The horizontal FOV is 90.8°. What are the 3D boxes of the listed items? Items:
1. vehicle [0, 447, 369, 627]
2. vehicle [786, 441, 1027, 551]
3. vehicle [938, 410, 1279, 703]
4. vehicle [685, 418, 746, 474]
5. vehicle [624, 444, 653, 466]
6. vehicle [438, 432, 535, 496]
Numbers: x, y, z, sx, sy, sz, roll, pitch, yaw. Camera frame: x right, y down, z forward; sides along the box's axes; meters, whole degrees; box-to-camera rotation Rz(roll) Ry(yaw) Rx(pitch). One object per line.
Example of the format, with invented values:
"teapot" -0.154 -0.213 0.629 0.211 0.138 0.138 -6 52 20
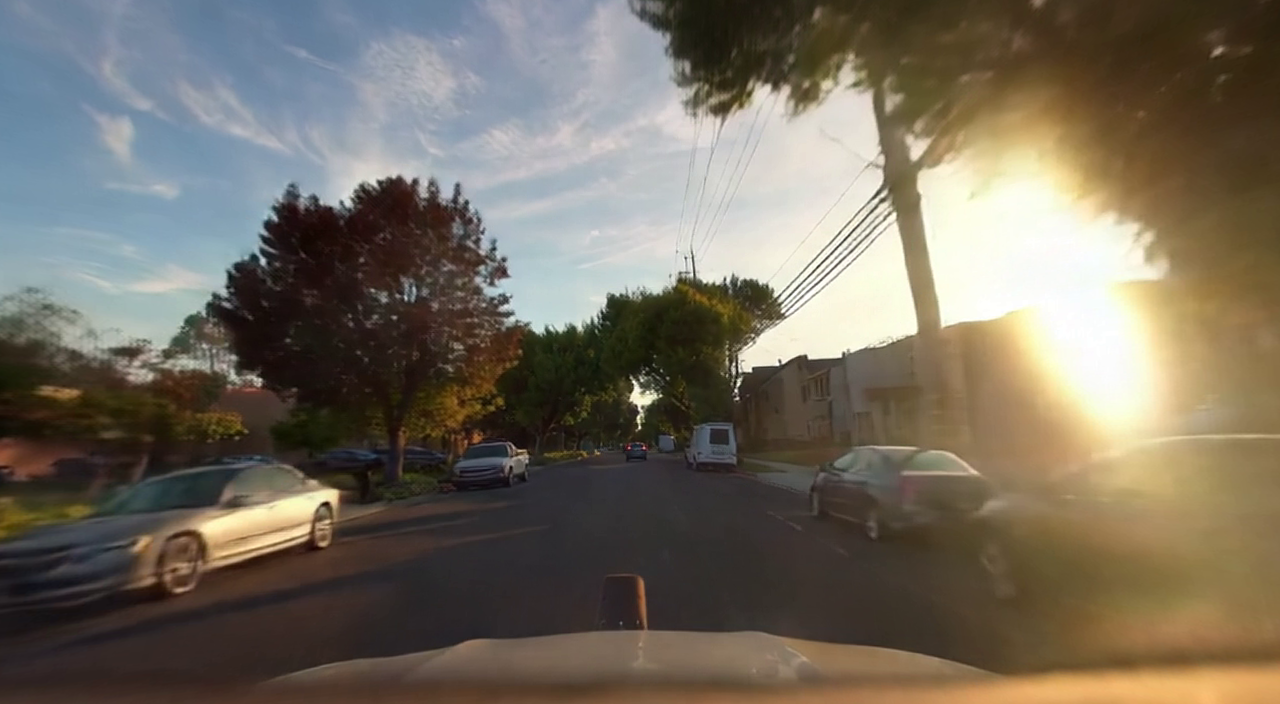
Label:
"vehicle" -6.015 2.203 8.830 2.094 1.433 5.740 -3 -7 -2
"vehicle" 3.983 2.195 10.444 1.879 1.395 4.374 0 -8 -3
"vehicle" 4.016 1.162 3.600 2.144 1.572 5.026 0 -9 0
"vehicle" 3.973 5.150 34.672 2.384 2.791 5.899 0 -9 -2
"vehicle" -0.155 7.738 47.688 2.062 1.509 4.305 0 -8 -1
"vehicle" -5.951 4.345 25.397 2.284 2.119 5.984 -3 -7 1
